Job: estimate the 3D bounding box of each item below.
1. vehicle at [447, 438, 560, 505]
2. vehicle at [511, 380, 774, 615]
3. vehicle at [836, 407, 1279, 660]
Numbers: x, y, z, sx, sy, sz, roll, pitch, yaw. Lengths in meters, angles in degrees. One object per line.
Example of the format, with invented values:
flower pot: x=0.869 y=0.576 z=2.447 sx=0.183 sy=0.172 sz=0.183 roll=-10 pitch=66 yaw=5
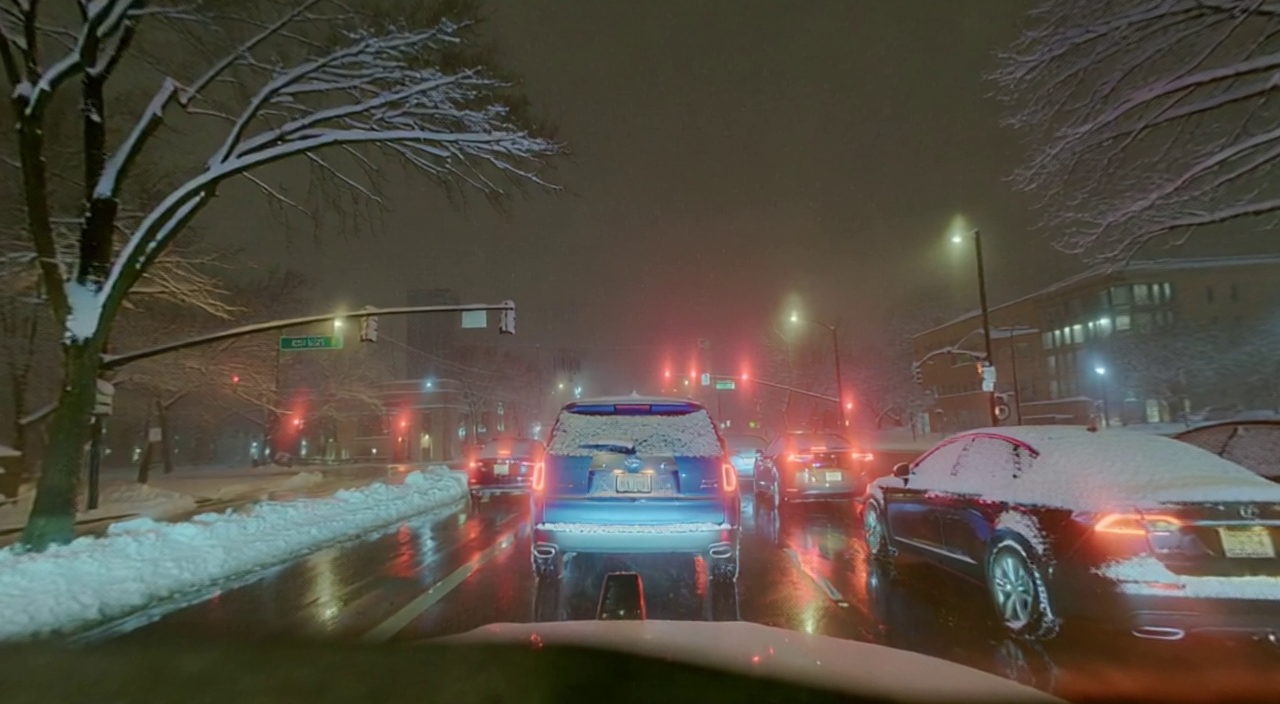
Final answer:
vehicle: x=-3.301 y=2.978 z=16.206 sx=1.913 sy=1.464 sz=4.276 roll=0 pitch=-8 yaw=0
vehicle: x=-0.028 y=1.459 z=7.259 sx=2.038 sy=1.819 sz=4.505 roll=0 pitch=-8 yaw=-1
vehicle: x=3.653 y=1.408 z=6.074 sx=1.995 sy=1.483 sz=4.533 roll=0 pitch=-8 yaw=-1
